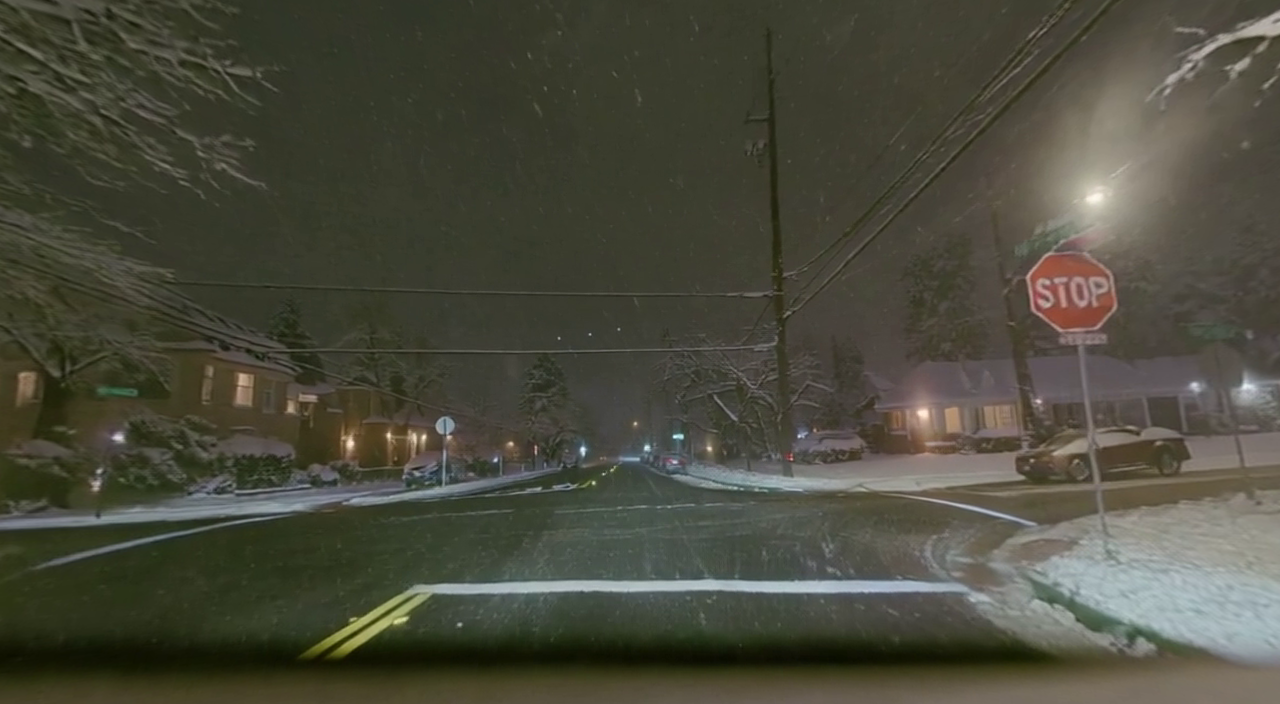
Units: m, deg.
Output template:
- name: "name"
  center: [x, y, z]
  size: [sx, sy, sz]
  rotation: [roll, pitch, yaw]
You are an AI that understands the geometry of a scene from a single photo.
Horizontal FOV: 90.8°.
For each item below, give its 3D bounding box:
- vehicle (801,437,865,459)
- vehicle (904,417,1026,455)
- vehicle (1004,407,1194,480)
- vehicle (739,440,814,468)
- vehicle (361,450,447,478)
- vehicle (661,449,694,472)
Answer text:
- name: "vehicle"
  center: [13.484, 6.700, 44.084]
  size: [4.032, 1.444, 1.747]
  rotation: [3, -9, -23]
- name: "vehicle"
  center: [14.688, 3.867, 28.846]
  size: [1.960, 1.584, 4.669]
  rotation: [3, -9, -24]
- name: "vehicle"
  center: [14.828, 2.983, 20.512]
  size: [4.788, 1.875, 2.148]
  rotation: [1, -20, -16]
- name: "vehicle"
  center: [9.063, 6.827, 41.946]
  size: [4.399, 1.537, 1.859]
  rotation: [4, -20, -21]
- name: "vehicle"
  center: [-12.666, 6.026, 34.024]
  size: [3.937, 1.390, 1.644]
  rotation: [0, -7, -1]
- name: "vehicle"
  center: [2.773, 8.160, 47.641]
  size: [2.000, 1.560, 4.487]
  rotation: [0, -8, -2]
